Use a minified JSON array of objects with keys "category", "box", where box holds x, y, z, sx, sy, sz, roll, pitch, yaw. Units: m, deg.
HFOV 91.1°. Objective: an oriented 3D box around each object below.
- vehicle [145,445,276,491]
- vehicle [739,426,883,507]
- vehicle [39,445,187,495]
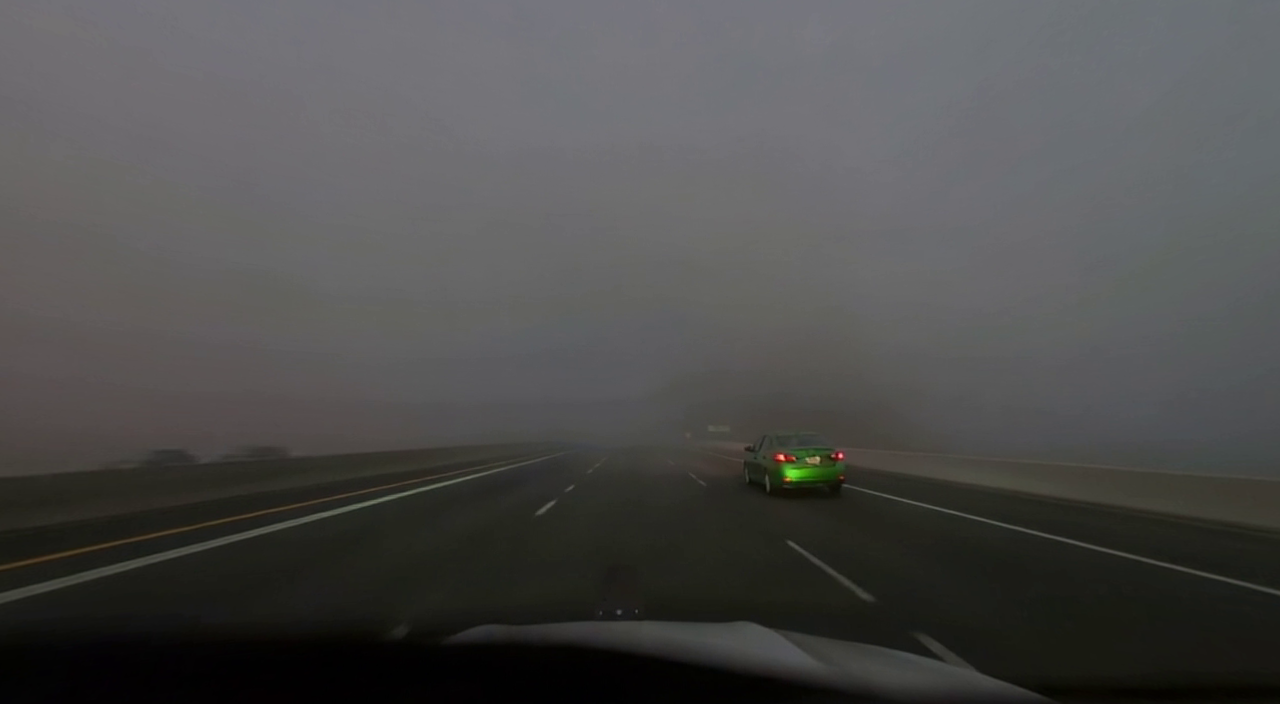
[{"category":"vehicle","box":[-16.298,4.386,24.204,1.855,1.526,4.558,0,-8,0]},{"category":"vehicle","box":[3.499,2.407,13.719,1.946,1.481,3.969,0,-8,-2]},{"category":"vehicle","box":[-19.736,4.379,23.852,1.907,1.651,4.295,0,-8,-1]}]
